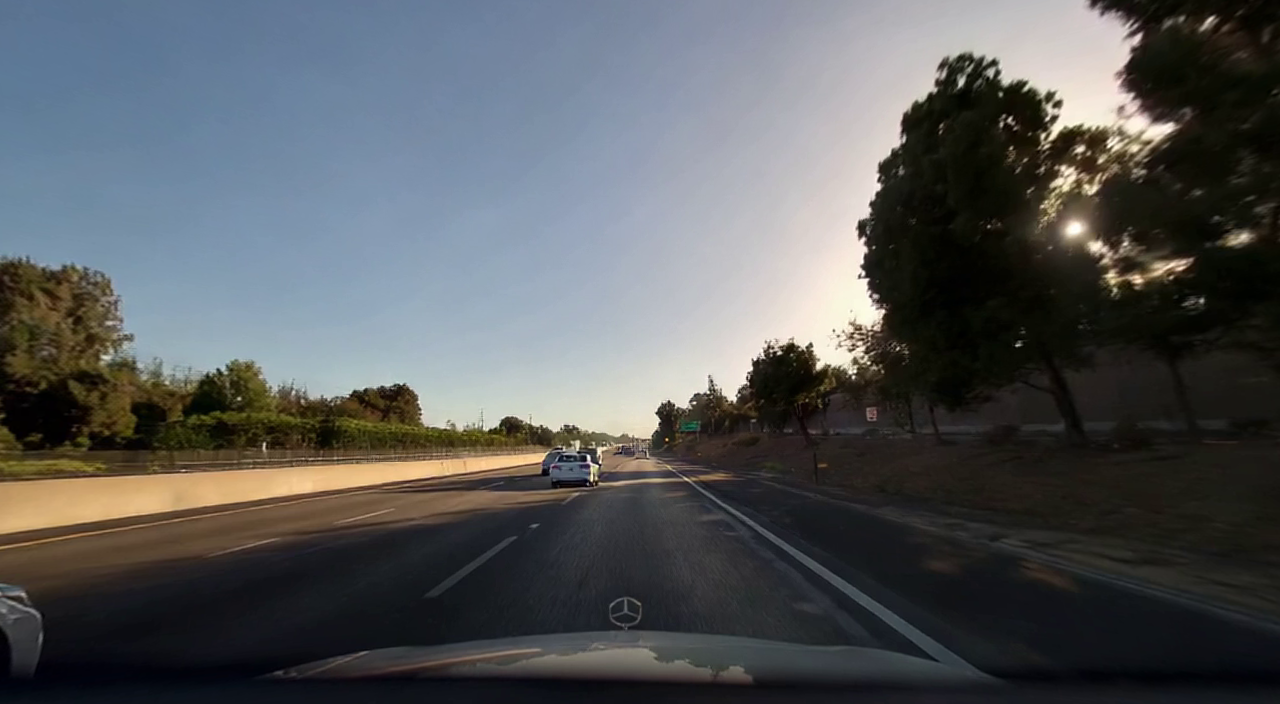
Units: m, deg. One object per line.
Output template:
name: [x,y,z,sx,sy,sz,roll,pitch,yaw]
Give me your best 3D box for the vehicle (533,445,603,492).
vehicle: [-2.474,4.132,22.698,1.908,1.515,3.871,0,-9,2]
